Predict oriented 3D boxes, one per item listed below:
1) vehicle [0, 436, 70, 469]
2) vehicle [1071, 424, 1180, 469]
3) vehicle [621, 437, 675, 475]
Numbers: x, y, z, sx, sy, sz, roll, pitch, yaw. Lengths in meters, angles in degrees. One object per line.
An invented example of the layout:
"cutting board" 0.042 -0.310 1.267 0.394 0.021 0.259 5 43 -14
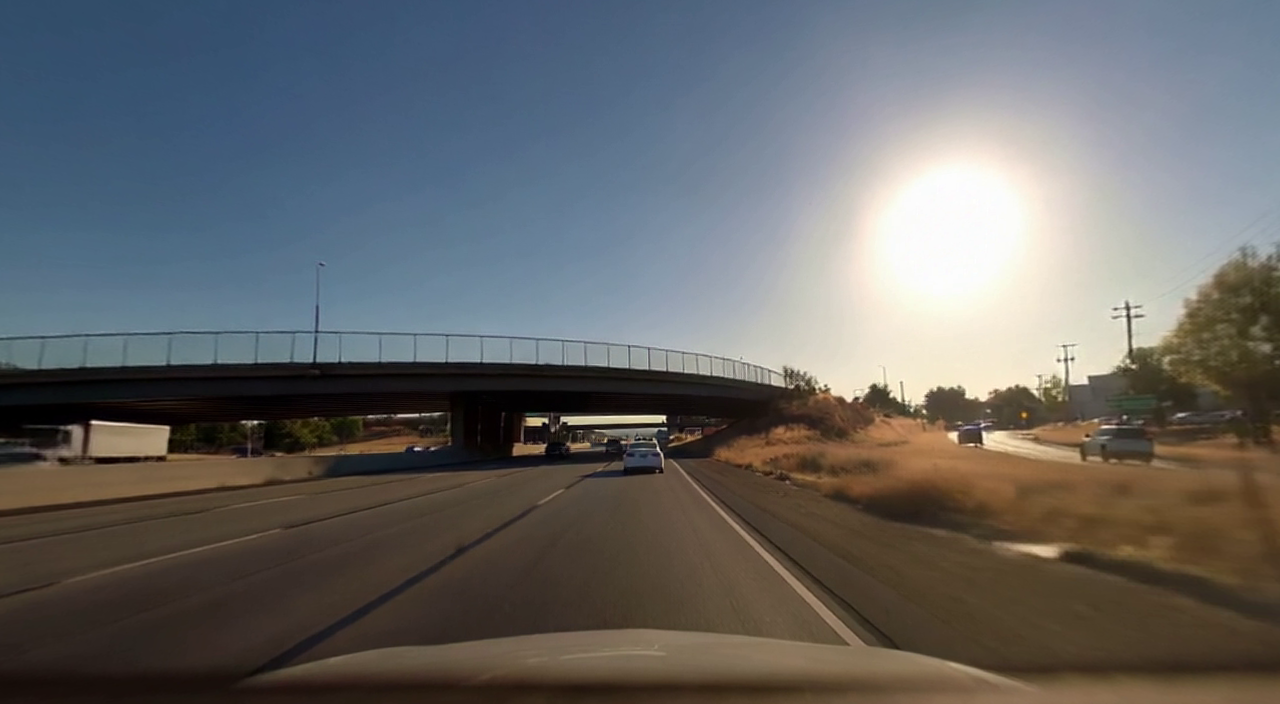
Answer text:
"vehicle" -44.651 7.176 45.241 2.857 2.170 4.763 -1 -8 1
"vehicle" 21.016 4.116 27.570 2.095 1.674 4.530 1 -8 15
"vehicle" 0.340 4.472 27.322 2.145 1.493 4.146 0 -8 0
